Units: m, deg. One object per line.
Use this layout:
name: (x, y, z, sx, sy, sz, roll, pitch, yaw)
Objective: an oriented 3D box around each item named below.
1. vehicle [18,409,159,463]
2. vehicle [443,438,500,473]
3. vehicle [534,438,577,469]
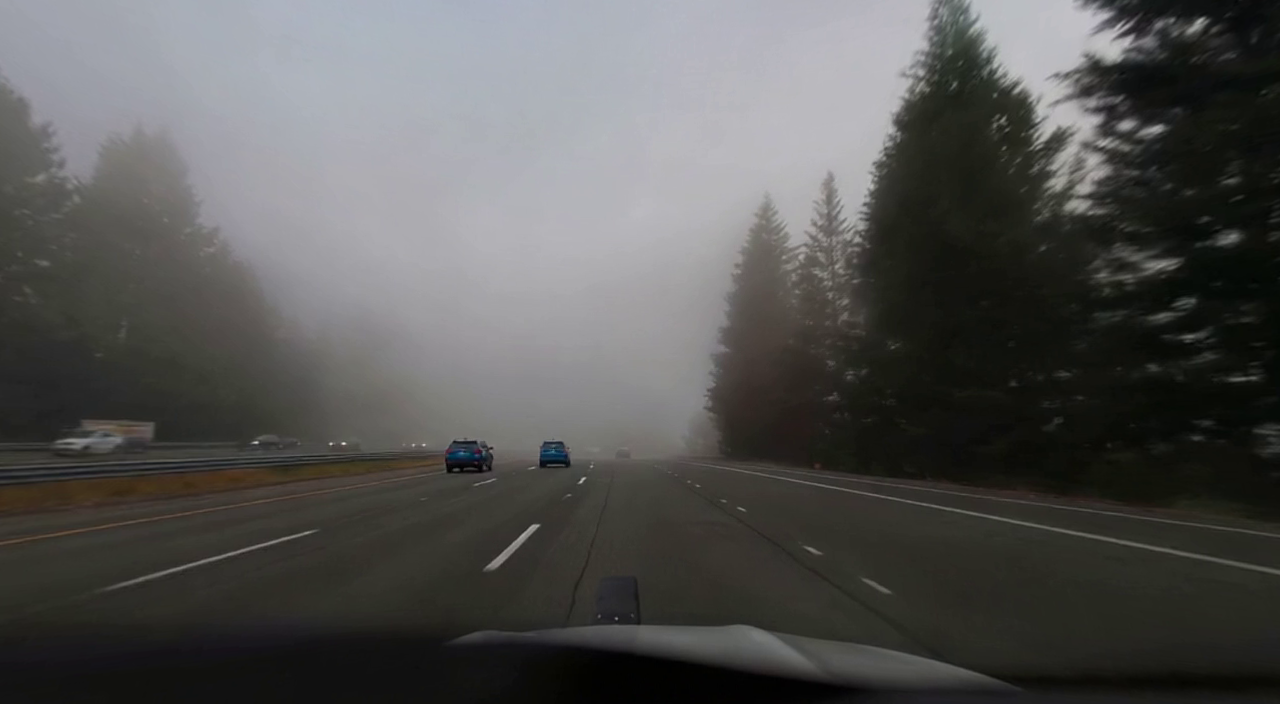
vehicle: (-38.148, 5.976, 44.223, 3.012, 3.426, 7.995, 1, -9, -4)
vehicle: (-8.810, 5.440, 33.410, 2.016, 1.711, 4.365, 0, -9, -3)
vehicle: (-4.959, 6.052, 37.736, 2.146, 1.766, 4.502, 0, -9, -3)
